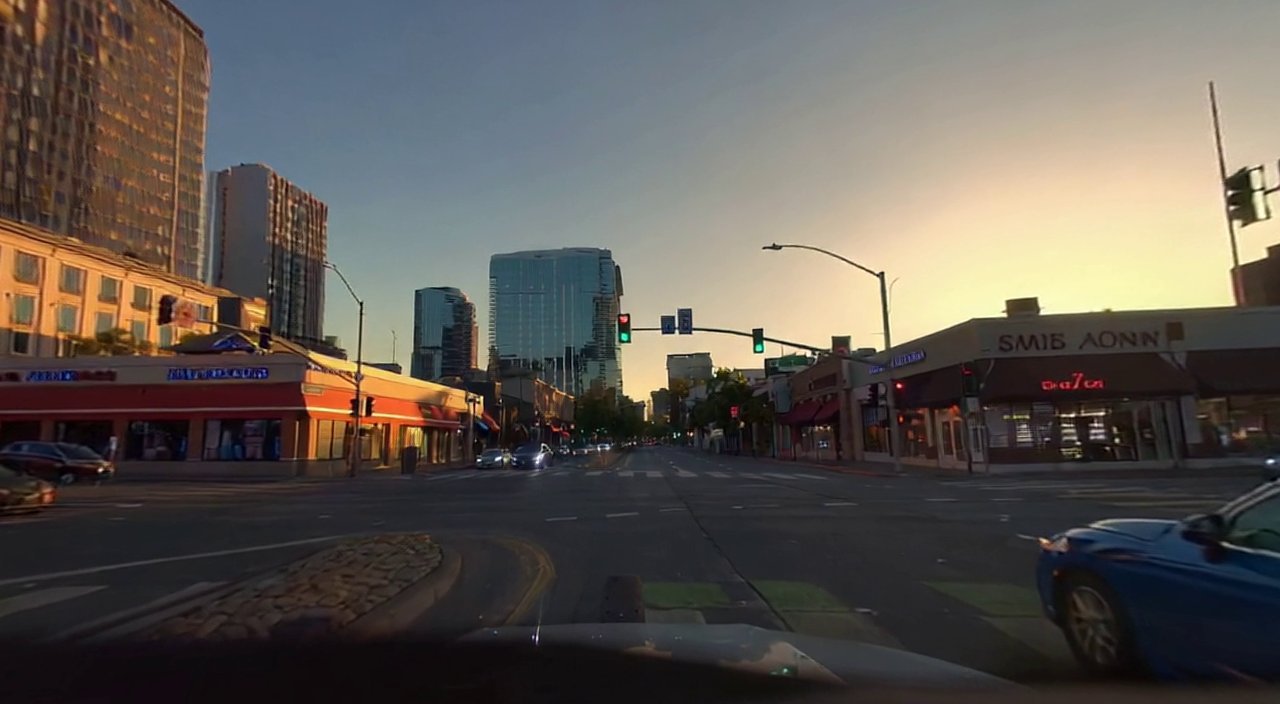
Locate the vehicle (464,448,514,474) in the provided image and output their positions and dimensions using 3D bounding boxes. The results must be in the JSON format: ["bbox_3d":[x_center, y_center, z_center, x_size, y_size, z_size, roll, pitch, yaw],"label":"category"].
[{"bbox_3d":[-9.433,6.819,39.811,2.106,1.505,4.228,0,-8,0],"label":"vehicle"}]

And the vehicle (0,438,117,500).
[{"bbox_3d":[-20.907,3.876,21.171,5.161,1.910,2.275,-2,-9,11],"label":"vehicle"}]

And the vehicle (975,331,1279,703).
[{"bbox_3d":[3.335,0.760,2.176,2.049,1.691,4.447,-1,-8,2],"label":"vehicle"}]

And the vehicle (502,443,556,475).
[{"bbox_3d":[-6.412,6.239,37.034,2.181,1.703,4.512,-1,-8,2],"label":"vehicle"}]
